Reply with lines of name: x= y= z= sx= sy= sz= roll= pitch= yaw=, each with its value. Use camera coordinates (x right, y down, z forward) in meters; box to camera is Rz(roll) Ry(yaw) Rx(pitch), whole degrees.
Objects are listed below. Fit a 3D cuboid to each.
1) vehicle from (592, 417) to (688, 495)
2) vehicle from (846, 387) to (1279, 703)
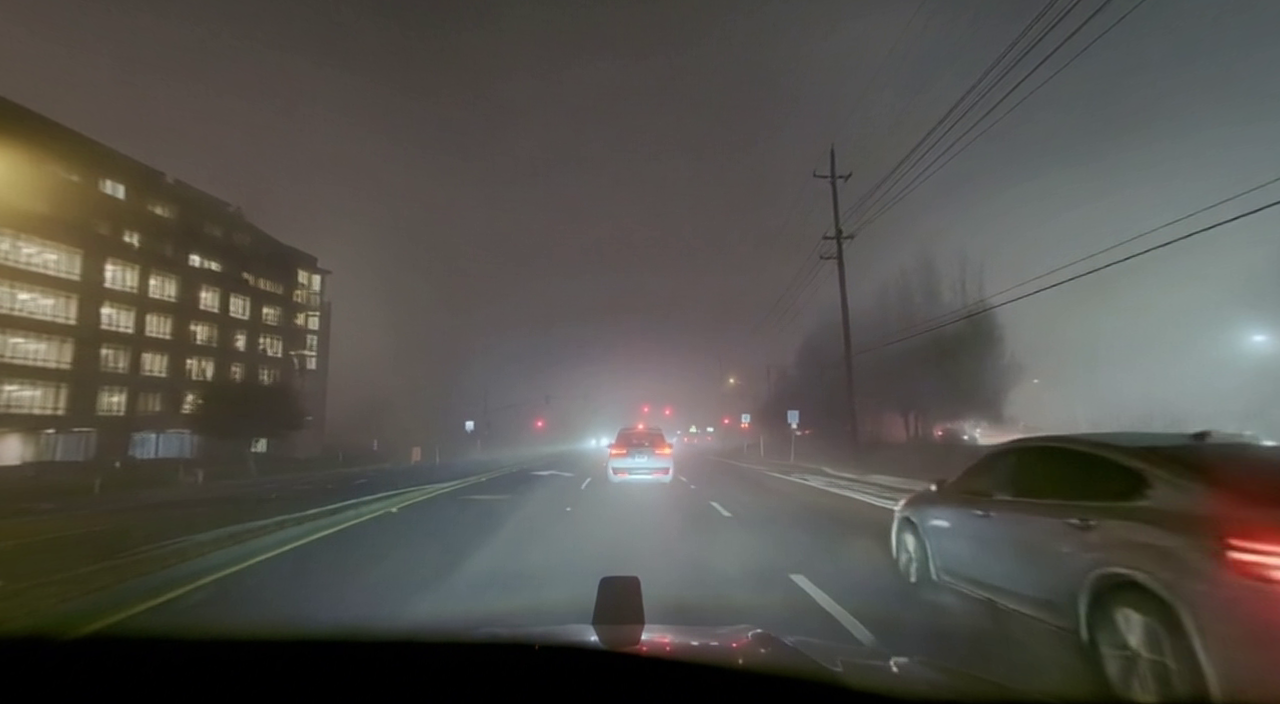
vehicle: x=0.016 y=2.696 z=16.646 sx=2.189 sy=1.776 sz=4.342 roll=0 pitch=-8 yaw=0
vehicle: x=3.181 y=1.191 z=4.318 sx=1.990 sy=1.482 sz=4.575 roll=0 pitch=-8 yaw=0
